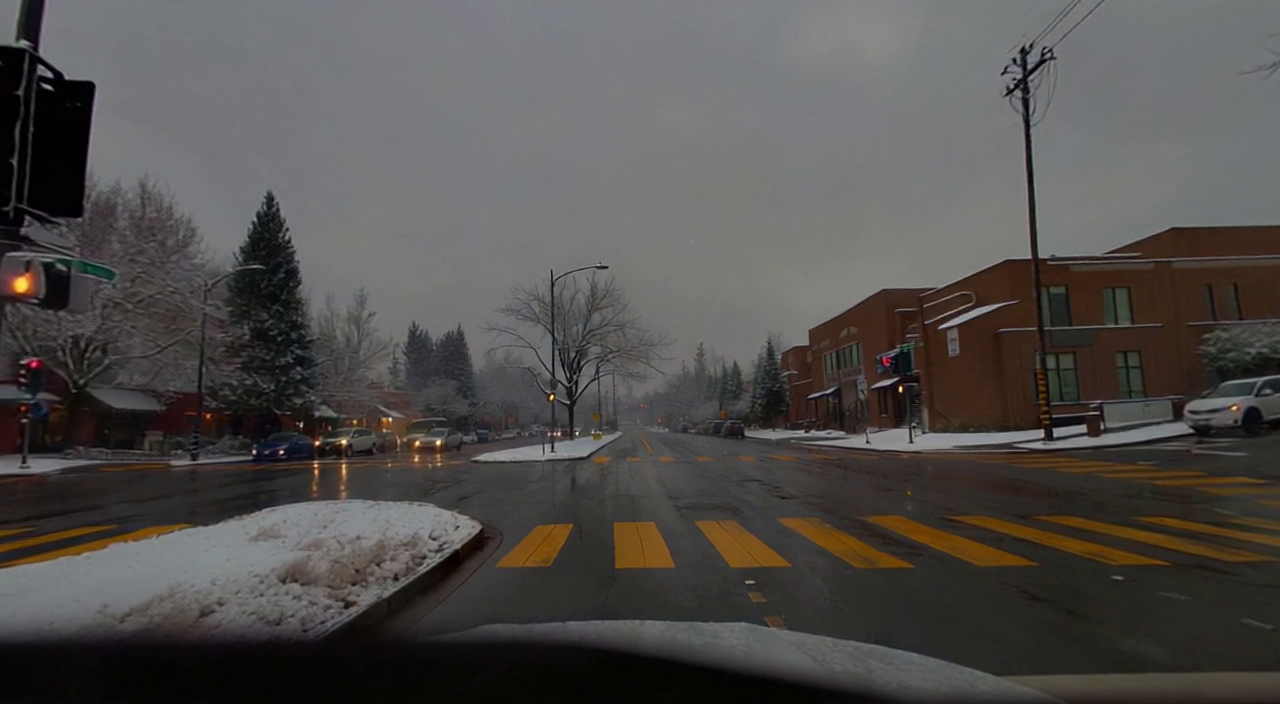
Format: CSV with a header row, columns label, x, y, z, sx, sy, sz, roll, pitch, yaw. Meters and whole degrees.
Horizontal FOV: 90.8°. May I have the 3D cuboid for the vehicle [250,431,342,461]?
label,x,y,z,sx,sy,sz,roll,pitch,yaw
vehicle,-18.058,4.973,33.517,1.939,1.430,5.533,0,-8,-2

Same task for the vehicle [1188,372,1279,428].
label,x,y,z,sx,sy,sz,roll,pitch,yaw
vehicle,22.362,1.621,22.230,4.531,1.753,1.964,-2,-2,-5

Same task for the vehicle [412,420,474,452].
label,x,y,z,sx,sy,sz,roll,pitch,yaw
vehicle,-11.754,5.114,38.095,2.118,1.809,4.591,0,-8,2

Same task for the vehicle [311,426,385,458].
label,x,y,z,sx,sy,sz,roll,pitch,yaw
vehicle,-18.259,5.677,39.848,2.225,1.871,5.189,0,-8,0
